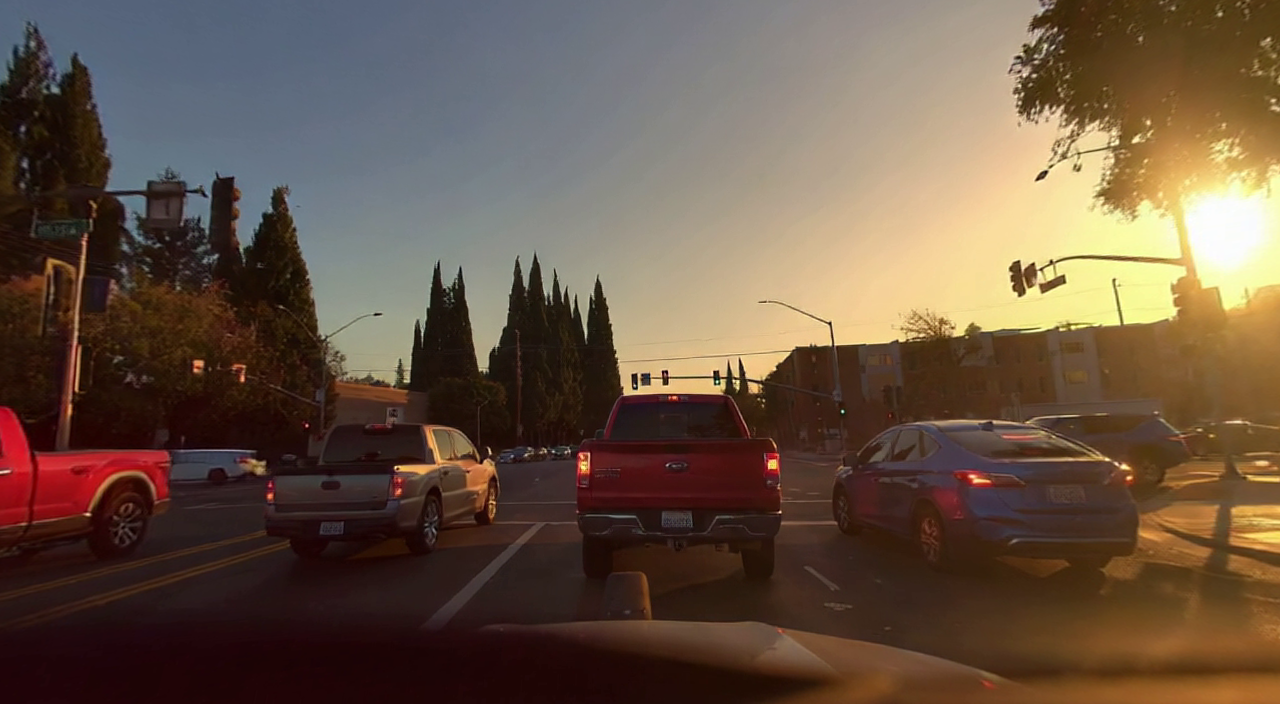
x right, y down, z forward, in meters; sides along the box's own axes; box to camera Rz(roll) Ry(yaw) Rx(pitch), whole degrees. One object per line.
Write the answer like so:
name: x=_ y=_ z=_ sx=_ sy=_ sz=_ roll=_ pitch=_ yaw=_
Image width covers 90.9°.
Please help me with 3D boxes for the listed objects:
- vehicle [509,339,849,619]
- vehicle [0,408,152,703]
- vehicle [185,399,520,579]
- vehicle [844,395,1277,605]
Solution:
vehicle: x=0.327 y=1.281 z=7.162 sx=2.505 sy=2.084 sz=4.768 roll=0 pitch=-8 yaw=1
vehicle: x=-3.393 y=0.708 z=0.654 sx=1.998 sy=1.481 sz=4.656 roll=0 pitch=-8 yaw=1
vehicle: x=-3.286 y=1.685 z=8.589 sx=2.125 sy=1.739 sz=4.707 roll=0 pitch=-8 yaw=3
vehicle: x=4.040 y=1.487 z=7.188 sx=1.984 sy=1.659 sz=4.226 roll=0 pitch=-8 yaw=0
